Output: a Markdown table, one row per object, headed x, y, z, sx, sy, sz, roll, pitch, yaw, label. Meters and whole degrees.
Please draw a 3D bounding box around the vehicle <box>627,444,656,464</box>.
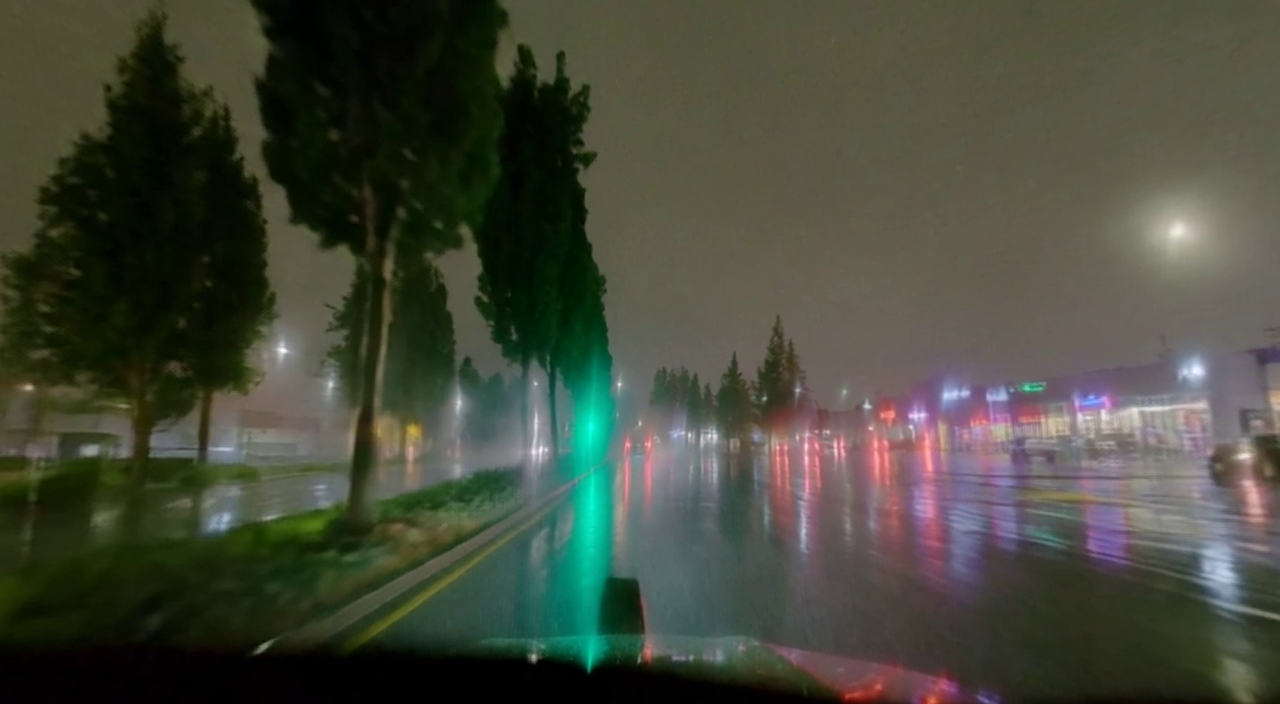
| x | y | z | sx | sy | sz | roll | pitch | yaw | label |
| --- | --- | --- | --- | --- | --- | --- | --- | --- | --- |
| 0.109 | 7.974 | 49.699 | 2.159 | 1.461 | 4.142 | 0 | -8 | -1 | vehicle |
